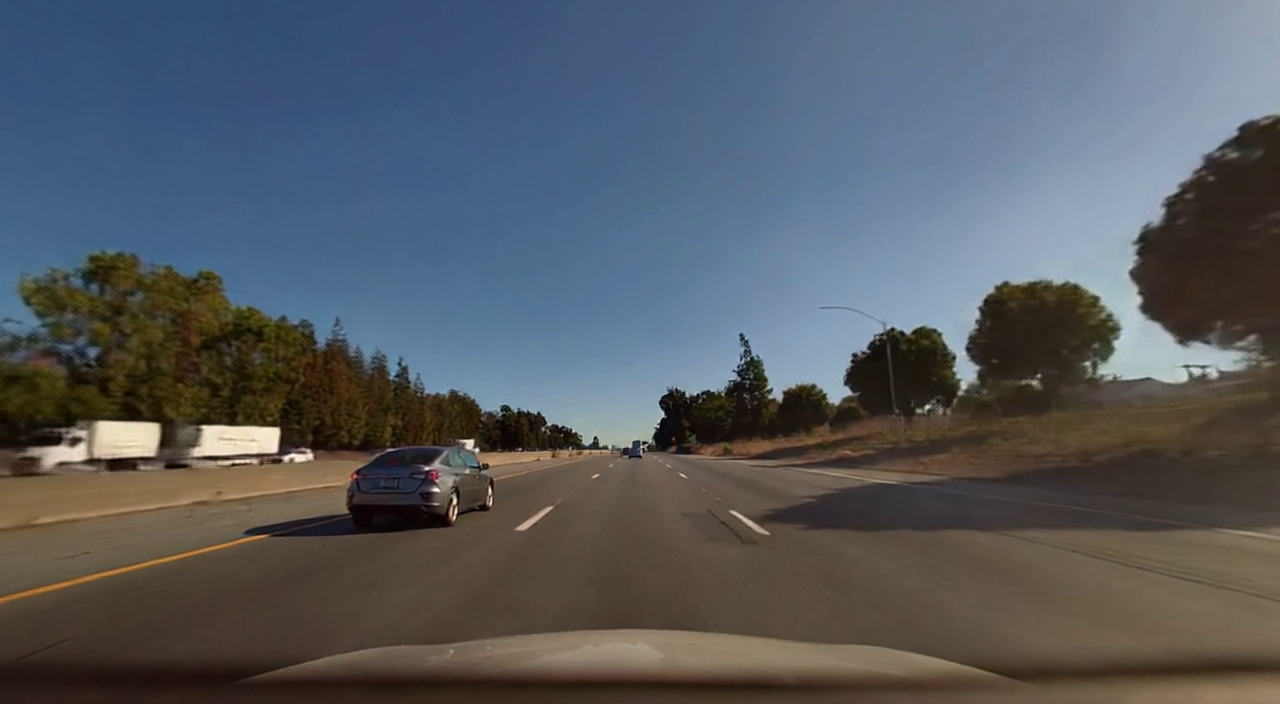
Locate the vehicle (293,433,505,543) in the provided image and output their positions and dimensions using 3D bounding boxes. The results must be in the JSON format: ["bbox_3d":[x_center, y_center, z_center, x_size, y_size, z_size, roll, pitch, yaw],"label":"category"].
[{"bbox_3d":[-3.929,2.278,11.251,2.050,1.547,4.266,0,-9,1],"label":"vehicle"}]

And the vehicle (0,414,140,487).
[{"bbox_3d":[-36.111,6.128,39.501,3.015,4.073,8.024,0,-9,-1],"label":"vehicle"}]

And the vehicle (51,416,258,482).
[{"bbox_3d":[-36.233,7.478,48.977,2.926,4.206,16.722,0,-9,0],"label":"vehicle"}]
